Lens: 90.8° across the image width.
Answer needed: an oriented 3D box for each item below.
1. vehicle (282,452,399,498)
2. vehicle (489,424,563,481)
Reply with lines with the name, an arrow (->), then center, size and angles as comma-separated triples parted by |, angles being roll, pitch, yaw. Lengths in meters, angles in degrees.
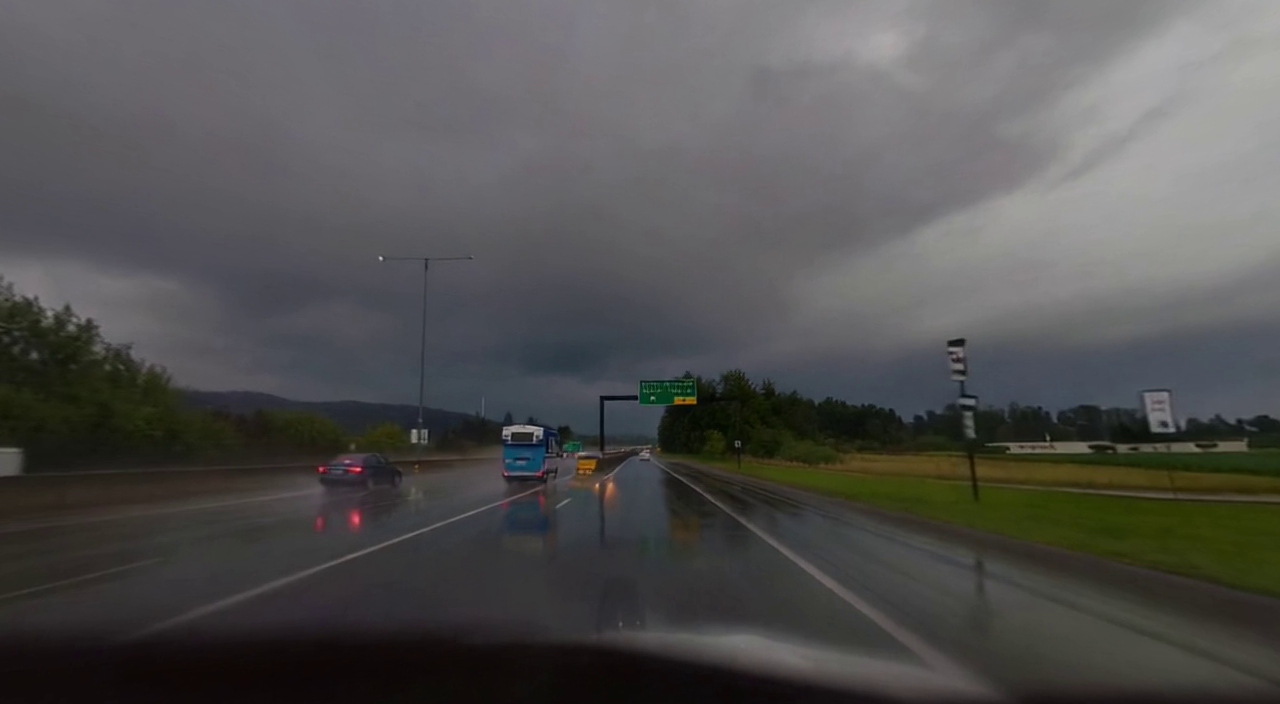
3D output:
vehicle -> -10.601, 4.366, 22.824 | 1.922, 1.448, 4.638 | 0, -9, 1
vehicle -> -6.406, 5.834, 36.826 | 2.747, 2.934, 7.411 | 0, -9, 2
